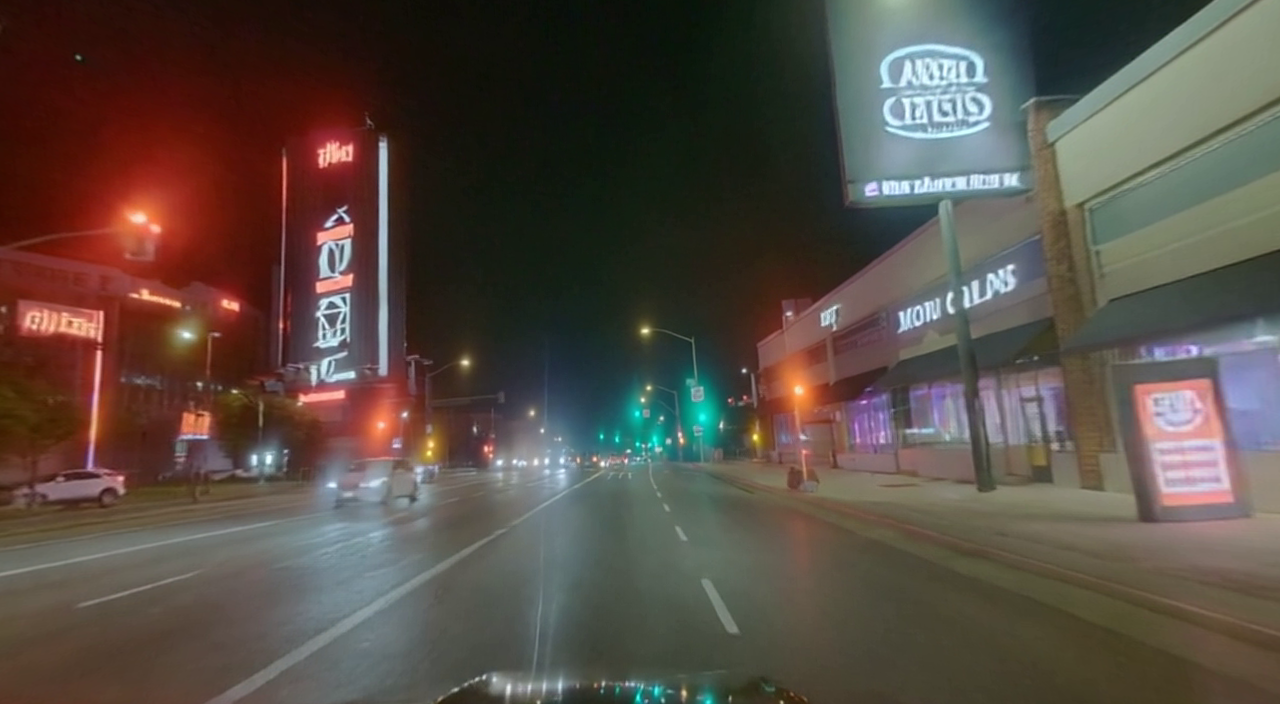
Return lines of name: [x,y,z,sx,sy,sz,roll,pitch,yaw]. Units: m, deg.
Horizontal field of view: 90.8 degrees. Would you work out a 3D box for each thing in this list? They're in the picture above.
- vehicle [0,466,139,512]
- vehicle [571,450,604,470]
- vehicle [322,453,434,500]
vehicle: [-26.927,6.251,29.220,2.059,1.804,5.347,-5,-10,27]
vehicle: [-3.832,7.939,46.479,1.962,1.420,4.021,0,-9,1]
vehicle: [-9.647,4.578,23.793,1.994,1.550,5.009,0,-9,1]
